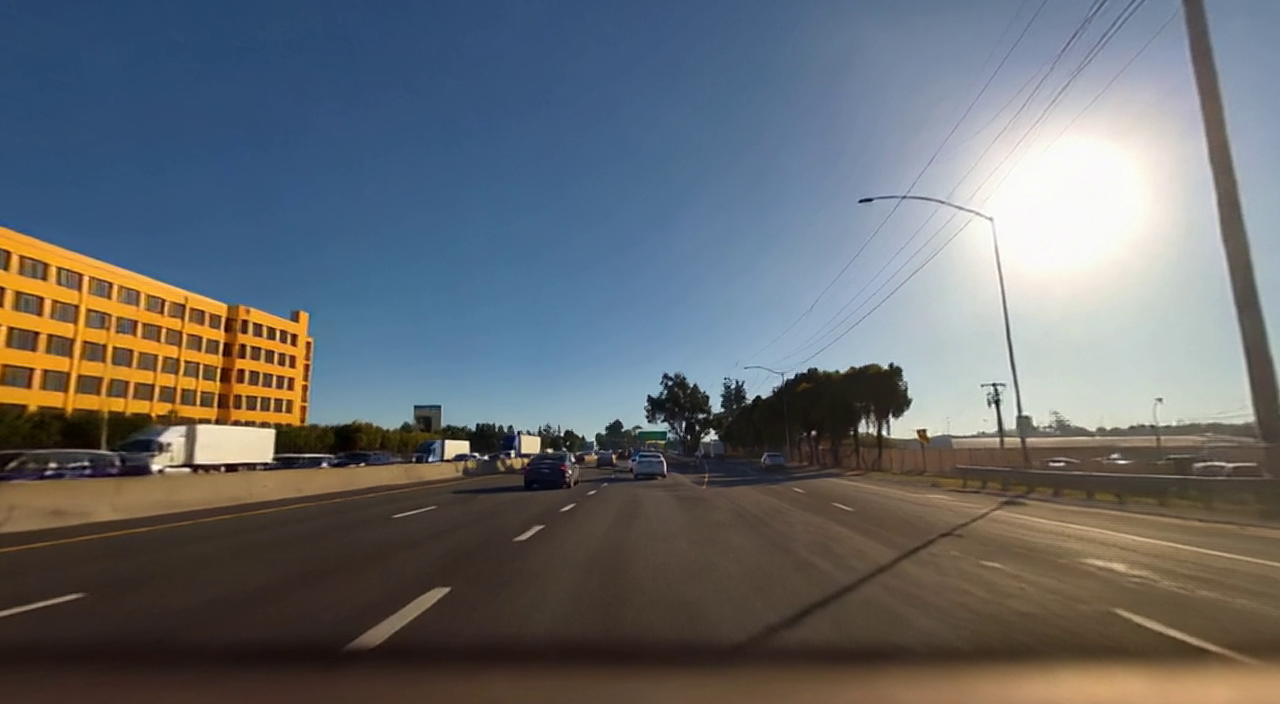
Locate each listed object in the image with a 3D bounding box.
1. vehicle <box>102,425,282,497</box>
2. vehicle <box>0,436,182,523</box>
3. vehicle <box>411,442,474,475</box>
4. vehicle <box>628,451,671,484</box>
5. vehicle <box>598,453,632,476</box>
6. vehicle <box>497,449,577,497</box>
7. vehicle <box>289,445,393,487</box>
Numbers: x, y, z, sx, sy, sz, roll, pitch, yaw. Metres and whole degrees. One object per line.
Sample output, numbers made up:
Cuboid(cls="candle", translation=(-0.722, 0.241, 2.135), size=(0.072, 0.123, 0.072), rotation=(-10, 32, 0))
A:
Cuboid(cls="vehicle", translation=(-16.847, 4.115, 24.372), size=(2.289, 2.356, 6.251), rotation=(-1, -8, 1))
Cuboid(cls="vehicle", translation=(-12.457, 2.600, 13.446), size=(1.991, 1.537, 4.464), rotation=(0, -8, 0))
Cuboid(cls="vehicle", translation=(-12.599, 6.794, 40.663), size=(2.133, 1.970, 5.950), rotation=(-1, -8, 0))
Cuboid(cls="vehicle", translation=(0.505, 5.939, 32.763), size=(2.107, 1.538, 3.999), rotation=(-1, -8, 1))
Cuboid(cls="vehicle", translation=(-1.745, 8.024, 45.343), size=(2.034, 1.466, 4.363), rotation=(-1, -8, 4))
Cuboid(cls="vehicle", translation=(-3.644, 4.362, 23.169), size=(2.059, 1.508, 4.662), rotation=(-1, -8, 1))
Cuboid(cls="vehicle", translation=(-12.505, 4.772, 26.794), size=(2.037, 1.574, 4.757), rotation=(-1, -8, 1))
